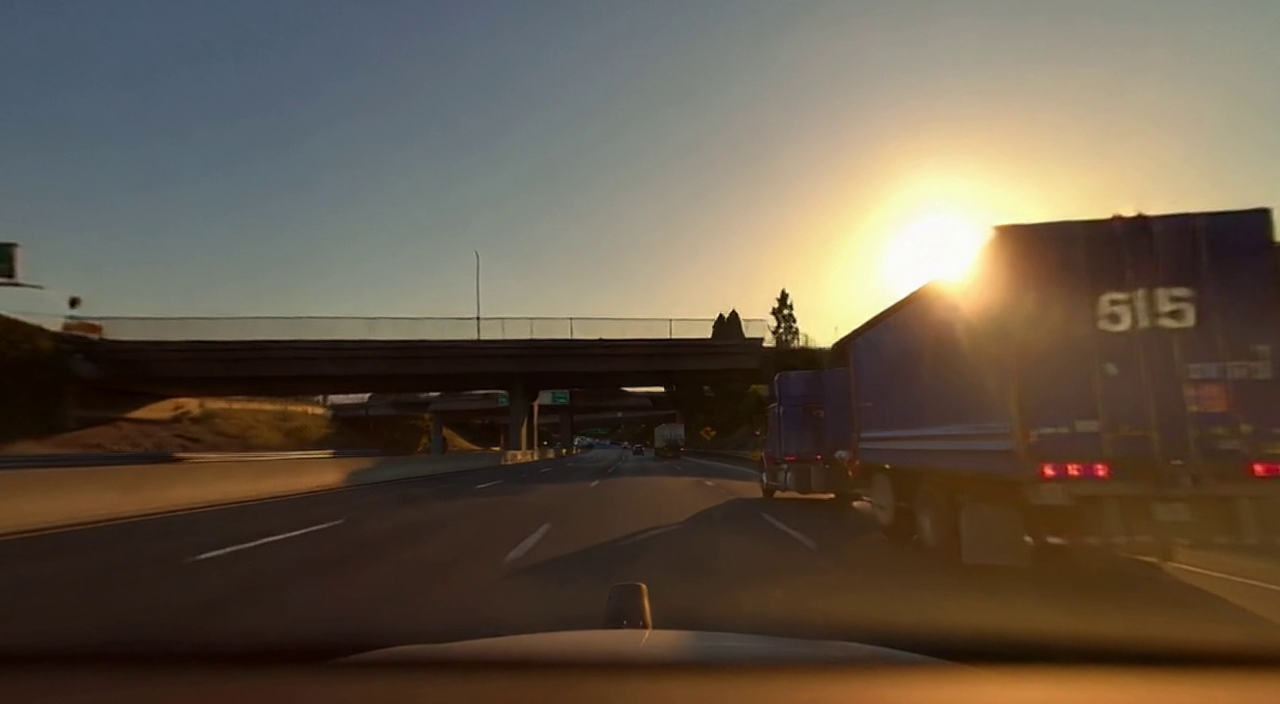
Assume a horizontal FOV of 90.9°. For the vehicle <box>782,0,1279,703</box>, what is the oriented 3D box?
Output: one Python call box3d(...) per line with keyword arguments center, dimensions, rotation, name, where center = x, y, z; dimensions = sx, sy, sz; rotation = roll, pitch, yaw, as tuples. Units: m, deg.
box3d(center=(4.556, 0.672, 8.199), dimensions=(3.107, 3.718, 10.231), rotation=(0, -9, 0), name="vehicle")
